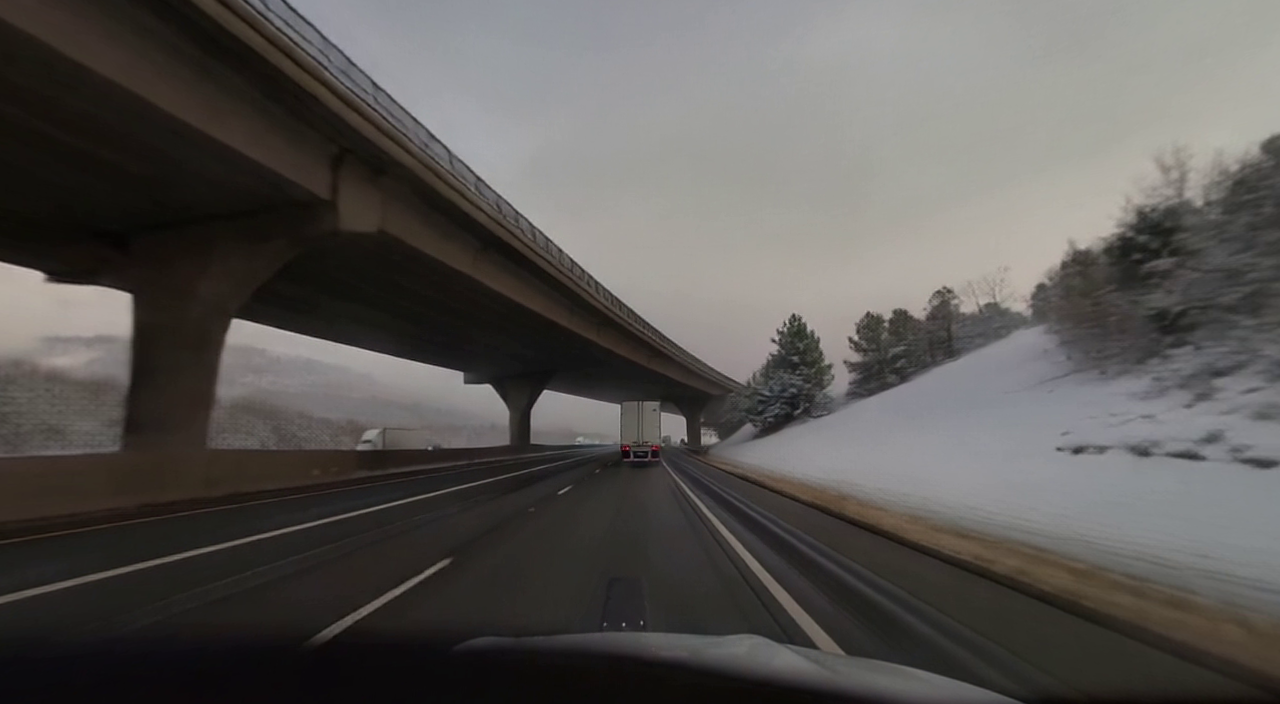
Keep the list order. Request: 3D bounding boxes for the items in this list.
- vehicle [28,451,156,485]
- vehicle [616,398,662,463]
[{"bbox_3d":[-29.047,6.143,33.741,1.919,1.637,5.291,-1,-8,3],"label":"vehicle"},{"bbox_3d":[-0.073,5.698,44.676,2.866,4.014,11.261,0,-8,0],"label":"vehicle"}]
